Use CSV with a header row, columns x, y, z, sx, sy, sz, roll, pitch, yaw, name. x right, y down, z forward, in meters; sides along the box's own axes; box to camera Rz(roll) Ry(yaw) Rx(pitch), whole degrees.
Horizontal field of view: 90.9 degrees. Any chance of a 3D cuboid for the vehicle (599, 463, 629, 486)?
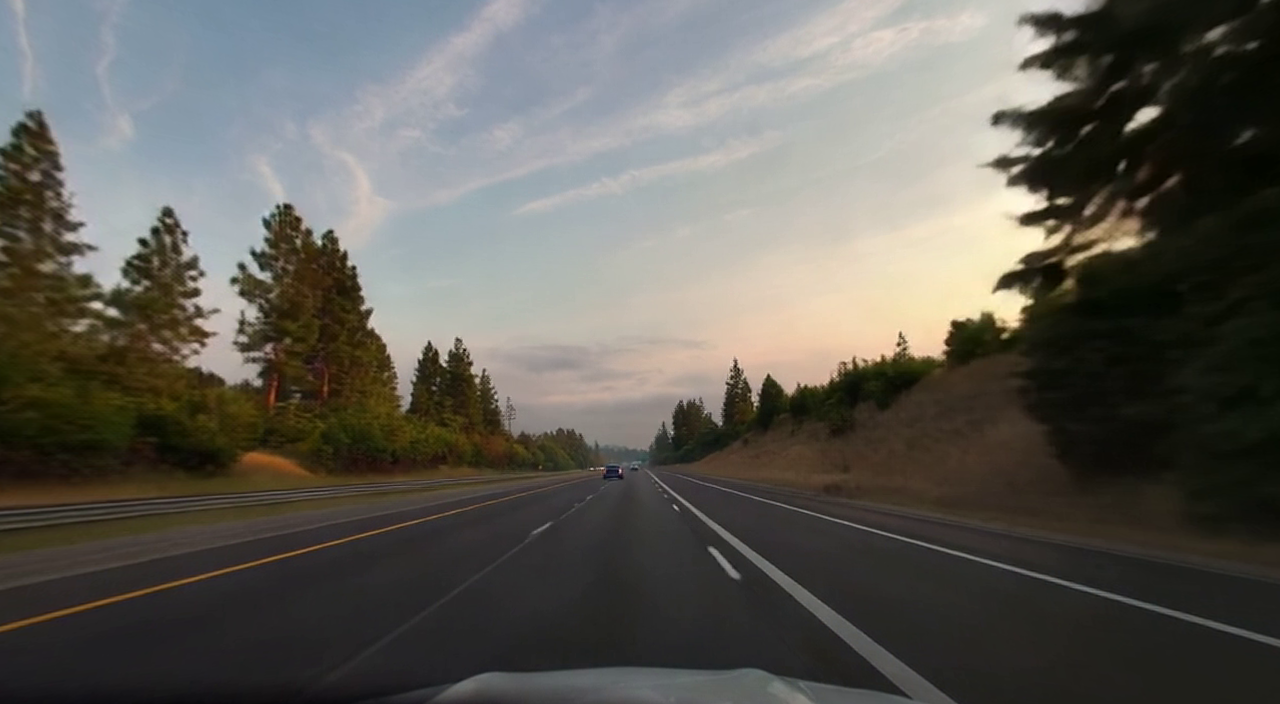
x,y,z,sx,sy,sz,roll,pitch,yaw,name
-1.876,9.040,46.699,1.900,1.550,4.146,1,-10,2,vehicle
